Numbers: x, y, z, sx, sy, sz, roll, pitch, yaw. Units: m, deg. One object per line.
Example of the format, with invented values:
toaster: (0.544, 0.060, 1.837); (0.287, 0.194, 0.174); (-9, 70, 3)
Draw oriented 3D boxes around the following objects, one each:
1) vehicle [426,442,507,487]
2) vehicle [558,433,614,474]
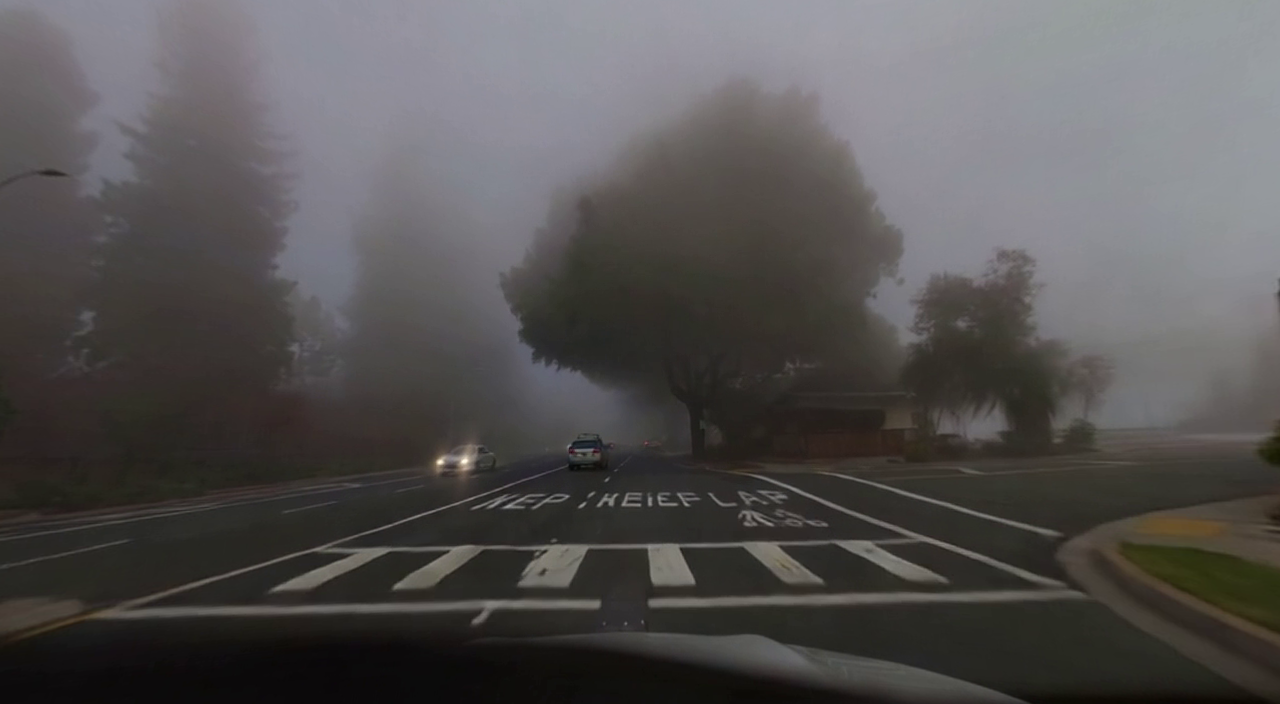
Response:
vehicle: (-6.380, 4.167, 23.647); (1.972, 1.514, 4.241); (1, -8, -2)
vehicle: (-2.460, 4.800, 30.019); (2.190, 1.766, 4.394); (0, -8, 1)
